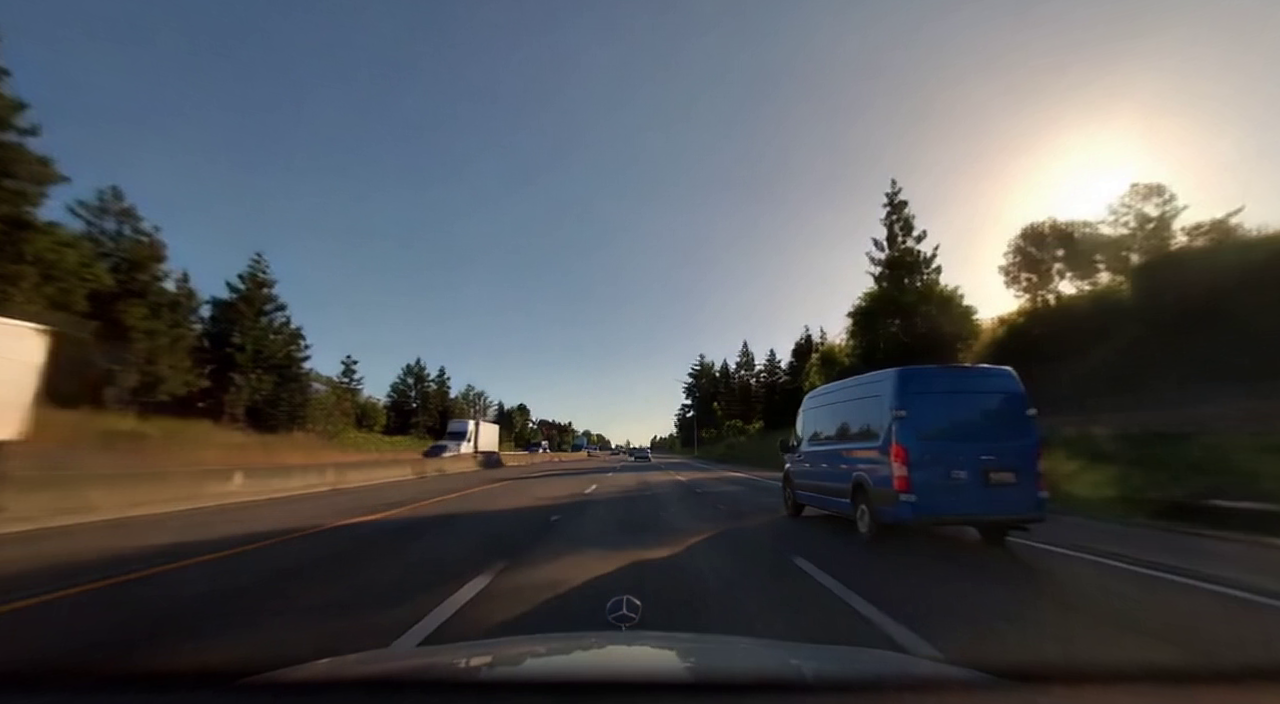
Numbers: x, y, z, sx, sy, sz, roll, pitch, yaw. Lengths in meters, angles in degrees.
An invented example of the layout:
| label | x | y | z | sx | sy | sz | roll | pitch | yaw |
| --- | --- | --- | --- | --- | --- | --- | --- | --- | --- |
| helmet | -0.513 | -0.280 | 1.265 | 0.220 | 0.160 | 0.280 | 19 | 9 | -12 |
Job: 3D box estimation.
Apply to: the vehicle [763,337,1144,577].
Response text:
| label | x | y | z | sx | sy | sz | roll | pitch | yaw |
| --- | --- | --- | --- | --- | --- | --- | --- | --- | --- |
| vehicle | 3.939 | 1.590 | 10.013 | 2.552 | 2.524 | 6.630 | 0 | -9 | 0 |

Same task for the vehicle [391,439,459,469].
| label | x | y | z | sx | sy | sz | roll | pitch | yaw |
| --- | --- | --- | --- | --- | --- | --- | --- | --- | --- |
| vehicle | -11.453 | 5.476 | 33.930 | 2.166 | 1.484 | 4.185 | 0 | -9 | 0 |
